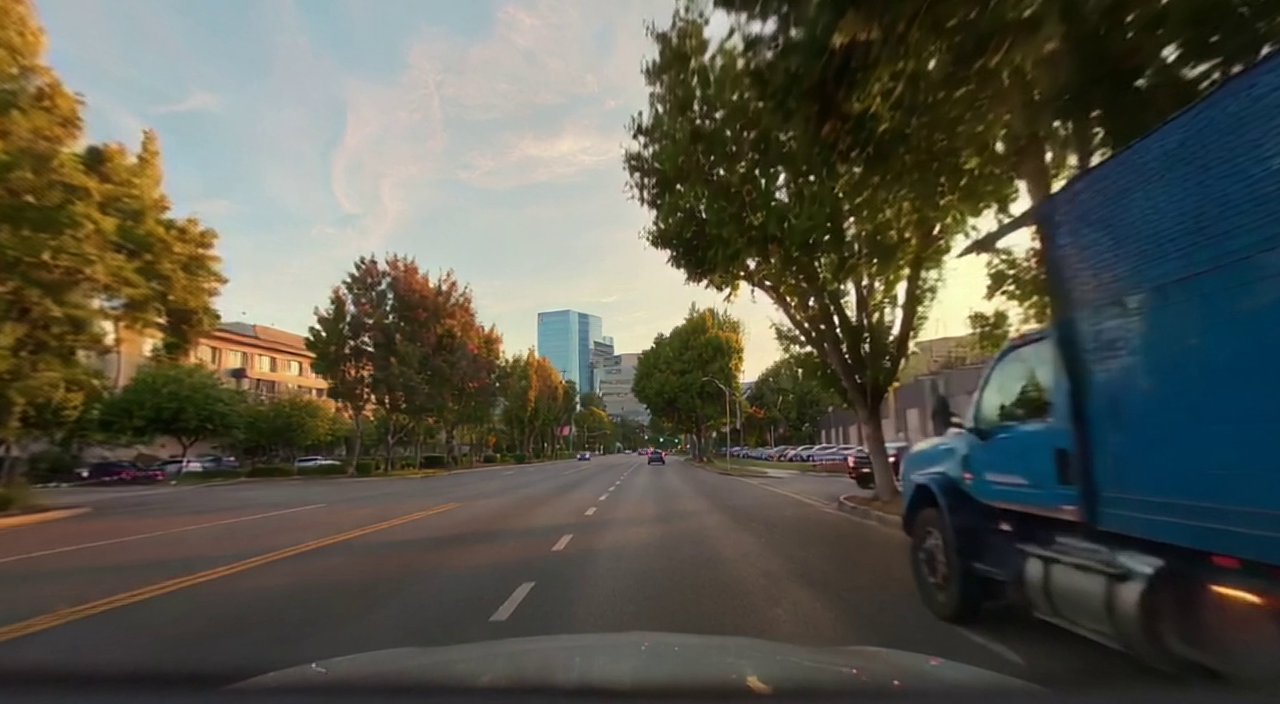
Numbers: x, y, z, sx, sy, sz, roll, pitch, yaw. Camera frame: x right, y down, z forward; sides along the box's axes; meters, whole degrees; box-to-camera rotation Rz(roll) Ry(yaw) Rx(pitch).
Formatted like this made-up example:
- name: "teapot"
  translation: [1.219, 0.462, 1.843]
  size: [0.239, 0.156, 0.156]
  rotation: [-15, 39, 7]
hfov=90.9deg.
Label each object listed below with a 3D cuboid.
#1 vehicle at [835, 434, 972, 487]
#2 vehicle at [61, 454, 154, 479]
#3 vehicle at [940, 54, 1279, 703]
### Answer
- name: "vehicle"
  translation: [10.271, 4.192, 24.635]
  size: [4.655, 1.828, 2.223]
  rotation: [3, -9, -24]
- name: "vehicle"
  translation: [-38.094, 8.190, 45.183]
  size: [4.916, 1.542, 1.934]
  rotation: [-2, -8, -1]
- name: "vehicle"
  translation: [3.723, 0.294, 1.833]
  size: [2.698, 2.863, 6.317]
  rotation: [4, -9, 1]
